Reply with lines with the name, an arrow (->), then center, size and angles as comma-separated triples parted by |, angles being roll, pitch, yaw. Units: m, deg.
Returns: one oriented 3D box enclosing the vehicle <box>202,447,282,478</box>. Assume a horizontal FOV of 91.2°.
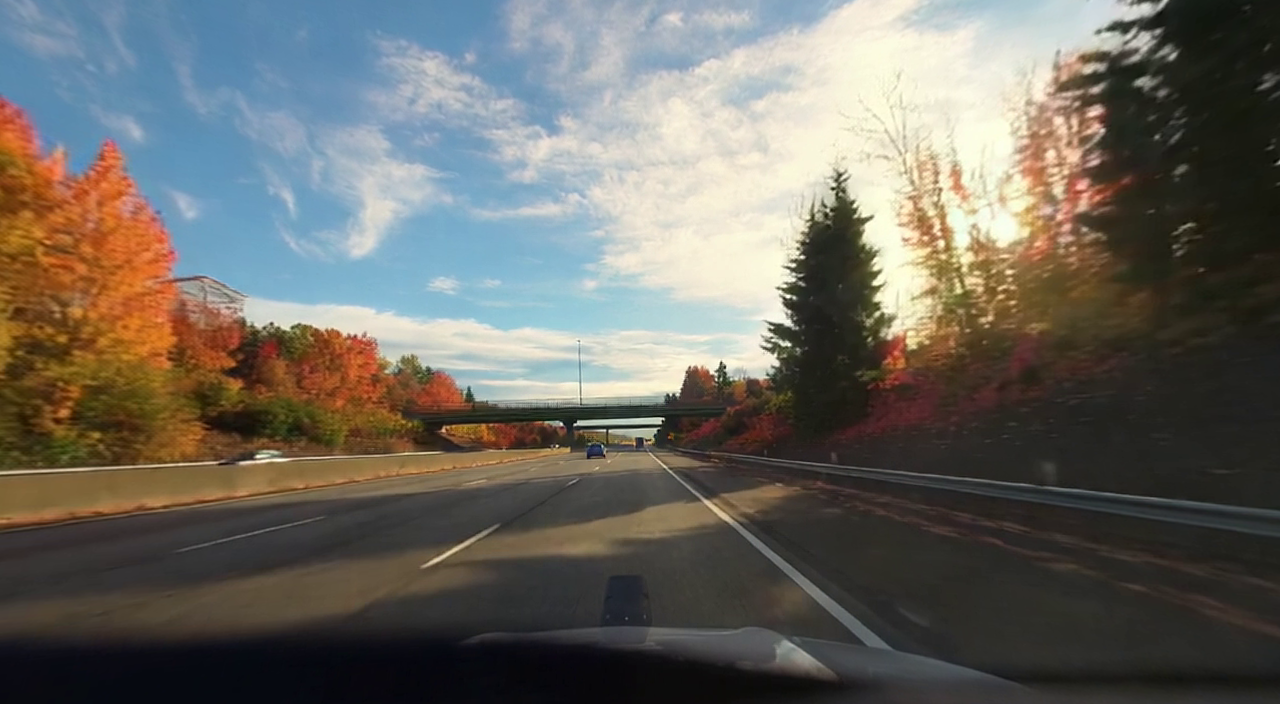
vehicle -> -22.049, 6.117, 34.983 | 1.887, 1.499, 4.235 | 1, -8, -3
